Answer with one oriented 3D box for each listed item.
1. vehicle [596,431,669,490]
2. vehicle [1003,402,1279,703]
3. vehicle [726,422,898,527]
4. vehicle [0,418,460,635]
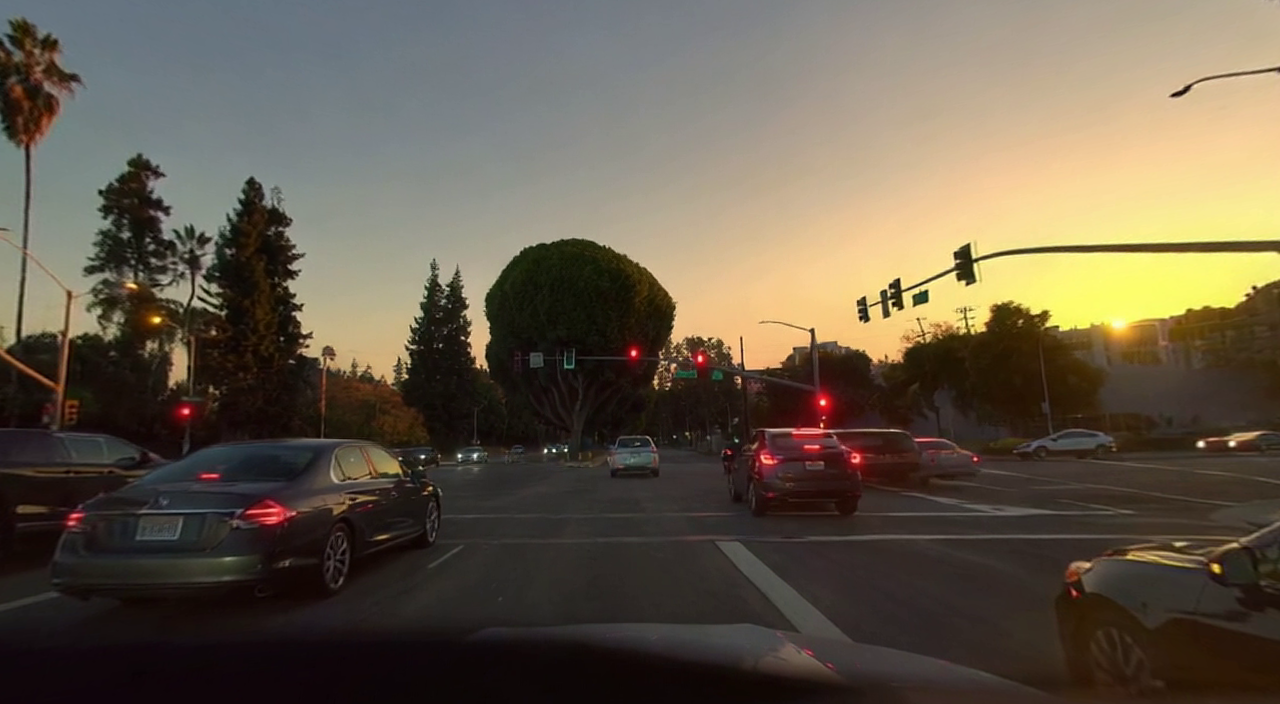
[{"bbox_3d":[-0.198,3.556,21.019,2.215,1.749,3.976,0,-8,1],"label":"vehicle"},{"bbox_3d":[3.147,0.814,1.510,1.960,1.460,4.233,0,-8,-1],"label":"vehicle"},{"bbox_3d":[3.171,2.361,12.746,2.097,1.707,4.461,0,-8,-1],"label":"vehicle"},{"bbox_3d":[-3.539,1.540,6.643,1.941,1.492,4.399,0,-8,1],"label":"vehicle"}]
